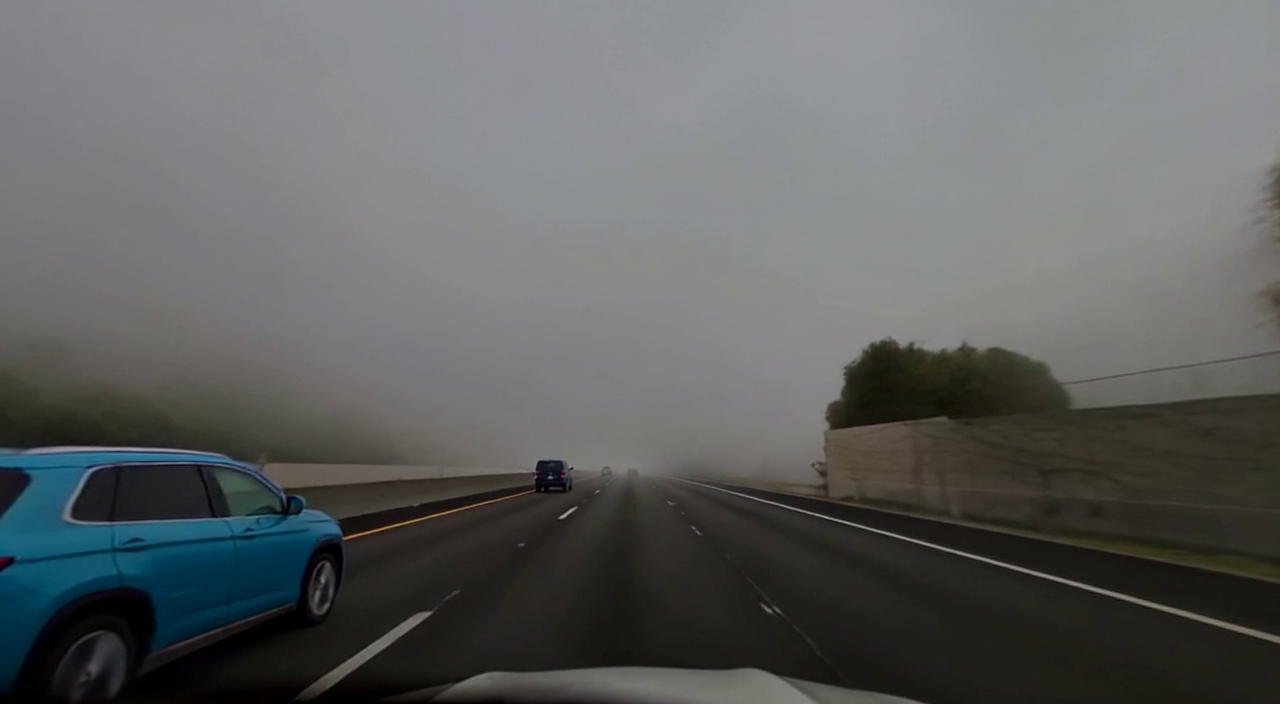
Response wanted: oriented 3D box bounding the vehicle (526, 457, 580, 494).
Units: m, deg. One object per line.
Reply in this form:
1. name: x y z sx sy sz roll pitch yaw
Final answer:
1. vehicle: -4.503 6.490 33.291 2.178 1.736 4.847 1 -10 0
